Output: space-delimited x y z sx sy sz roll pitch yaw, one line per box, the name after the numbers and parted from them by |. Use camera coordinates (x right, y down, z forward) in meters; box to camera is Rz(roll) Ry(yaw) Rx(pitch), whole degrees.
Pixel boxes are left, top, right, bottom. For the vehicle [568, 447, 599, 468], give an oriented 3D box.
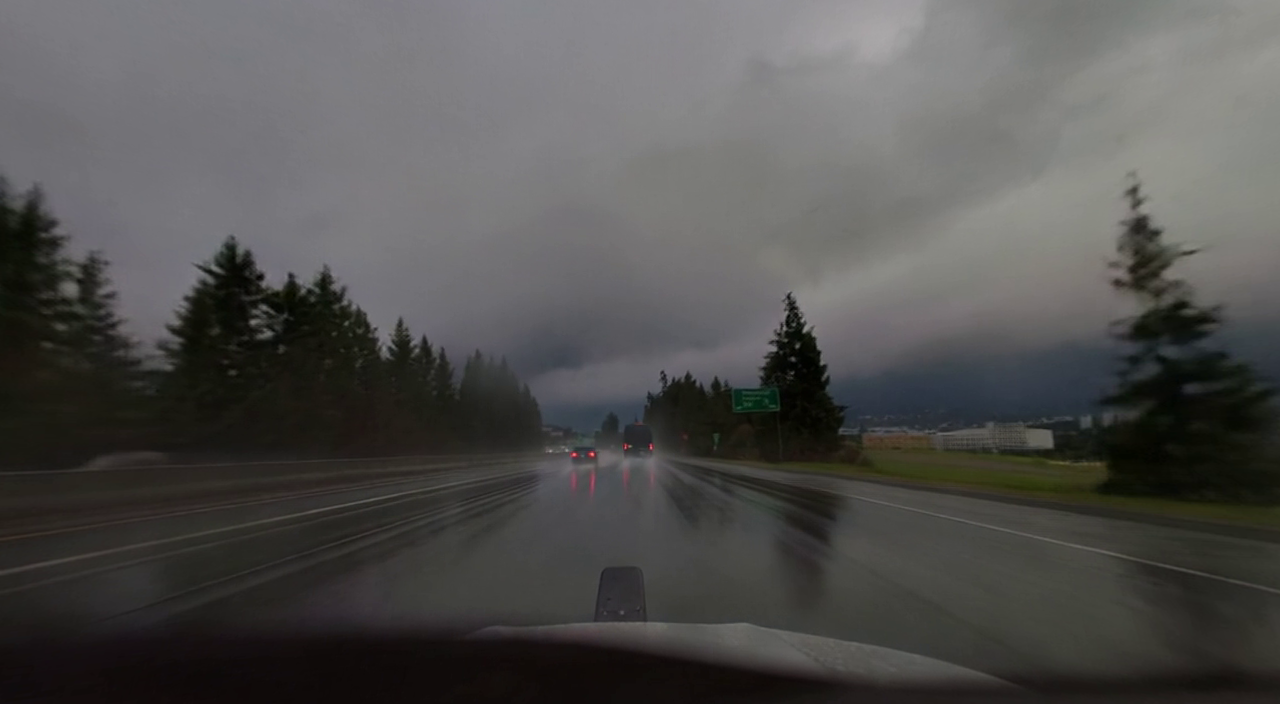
-4.264 8.021 47.995 1.916 1.506 4.476 0 -9 0 | vehicle

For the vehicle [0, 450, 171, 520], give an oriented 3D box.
-16.479 3.774 18.454 2.191 1.757 4.202 0 -9 -1 | vehicle
